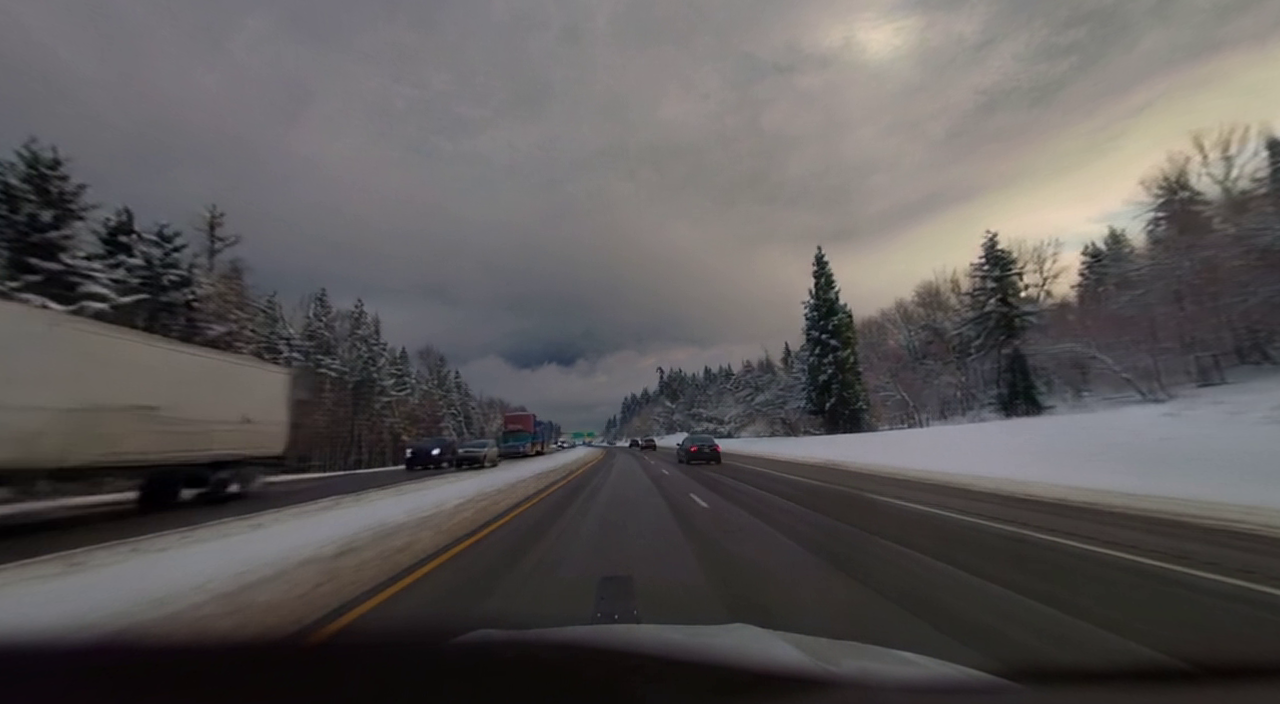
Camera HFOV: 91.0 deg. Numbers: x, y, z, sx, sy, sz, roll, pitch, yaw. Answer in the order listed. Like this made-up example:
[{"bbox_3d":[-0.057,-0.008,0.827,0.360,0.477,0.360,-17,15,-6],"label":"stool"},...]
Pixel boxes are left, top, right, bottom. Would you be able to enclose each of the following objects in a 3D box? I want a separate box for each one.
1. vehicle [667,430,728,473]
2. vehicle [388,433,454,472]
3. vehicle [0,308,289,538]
[{"bbox_3d":[2.399,4.271,27.252,2.043,1.673,4.016,0,-8,-3],"label":"vehicle"},{"bbox_3d":[-12.354,5.687,35.951,2.140,2.010,5.163,0,-8,-3],"label":"vehicle"},{"bbox_3d":[-11.994,1.651,13.727,2.762,3.746,10.715,0,-8,-2],"label":"vehicle"}]
